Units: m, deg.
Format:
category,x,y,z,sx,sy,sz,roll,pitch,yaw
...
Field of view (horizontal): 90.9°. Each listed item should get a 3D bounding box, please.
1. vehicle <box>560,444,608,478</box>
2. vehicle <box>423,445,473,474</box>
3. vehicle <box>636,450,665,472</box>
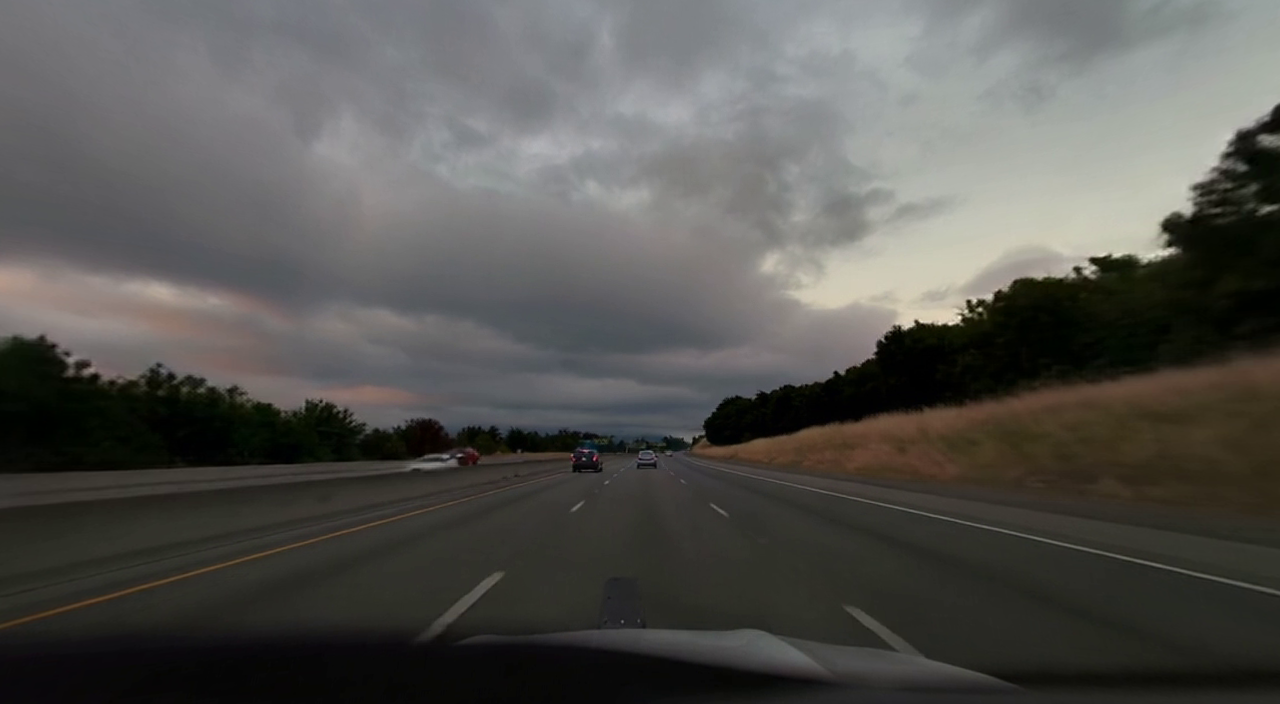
category,x,y,z,sx,sy,sz,roll,pitch,yaw
vehicle,-2.985,5.958,34.652,2.143,1.770,4.283,0,-9,1
vehicle,-13.444,7.560,44.471,2.072,1.878,4.726,0,-9,-1
vehicle,0.772,7.996,46.454,2.036,1.519,4.225,0,-9,0
